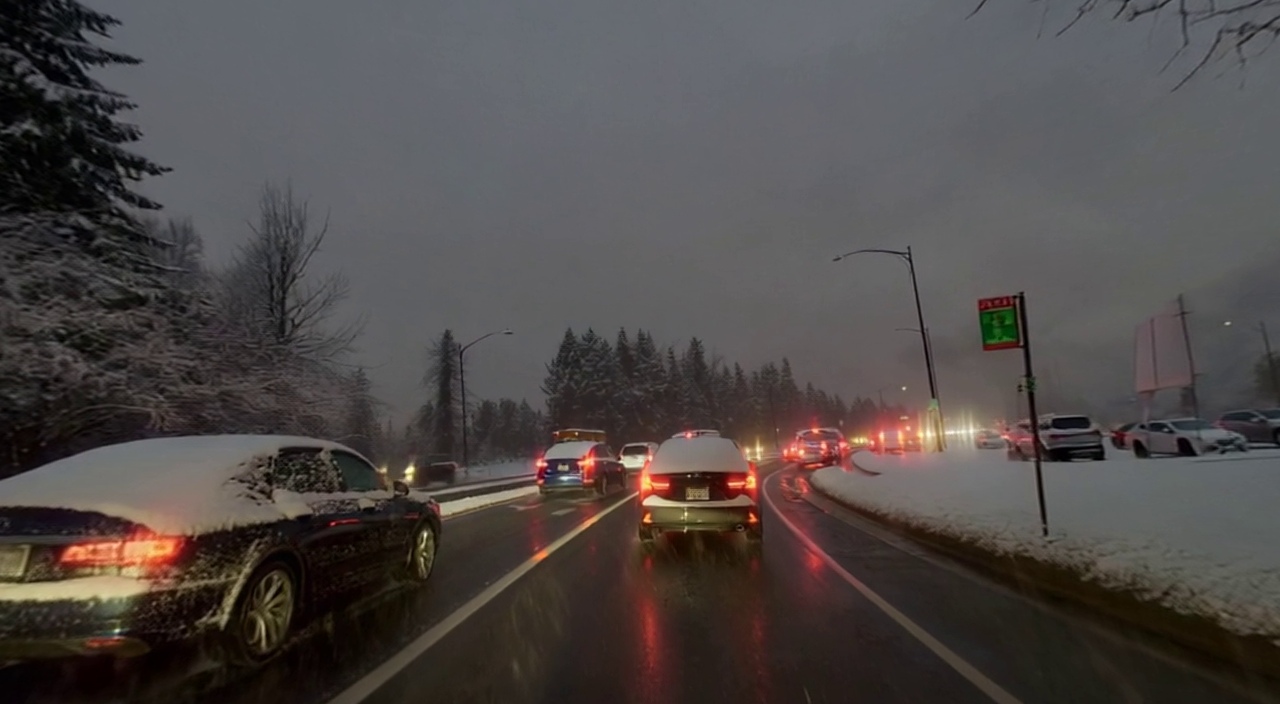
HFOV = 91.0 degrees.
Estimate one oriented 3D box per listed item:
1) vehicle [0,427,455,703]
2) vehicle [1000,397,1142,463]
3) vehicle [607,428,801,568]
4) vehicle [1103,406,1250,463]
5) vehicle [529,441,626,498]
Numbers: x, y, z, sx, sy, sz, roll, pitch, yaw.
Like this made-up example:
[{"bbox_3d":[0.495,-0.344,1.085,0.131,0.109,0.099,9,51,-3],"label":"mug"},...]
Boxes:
[{"bbox_3d":[-3.208,1.437,5.106,1.940,1.502,4.241,-1,-9,3],"label":"vehicle"},{"bbox_3d":[14.218,2.689,21.191,2.288,1.933,4.612,-2,-9,13],"label":"vehicle"},{"bbox_3d":[0.868,1.938,9.154,2.142,1.528,4.133,-1,-9,5],"label":"vehicle"},{"bbox_3d":[17.307,2.725,20.608,1.803,1.518,3.893,-7,-9,10],"label":"vehicle"},{"bbox_3d":[-1.742,3.483,19.070,1.870,1.490,4.187,-2,-9,9],"label":"vehicle"}]
